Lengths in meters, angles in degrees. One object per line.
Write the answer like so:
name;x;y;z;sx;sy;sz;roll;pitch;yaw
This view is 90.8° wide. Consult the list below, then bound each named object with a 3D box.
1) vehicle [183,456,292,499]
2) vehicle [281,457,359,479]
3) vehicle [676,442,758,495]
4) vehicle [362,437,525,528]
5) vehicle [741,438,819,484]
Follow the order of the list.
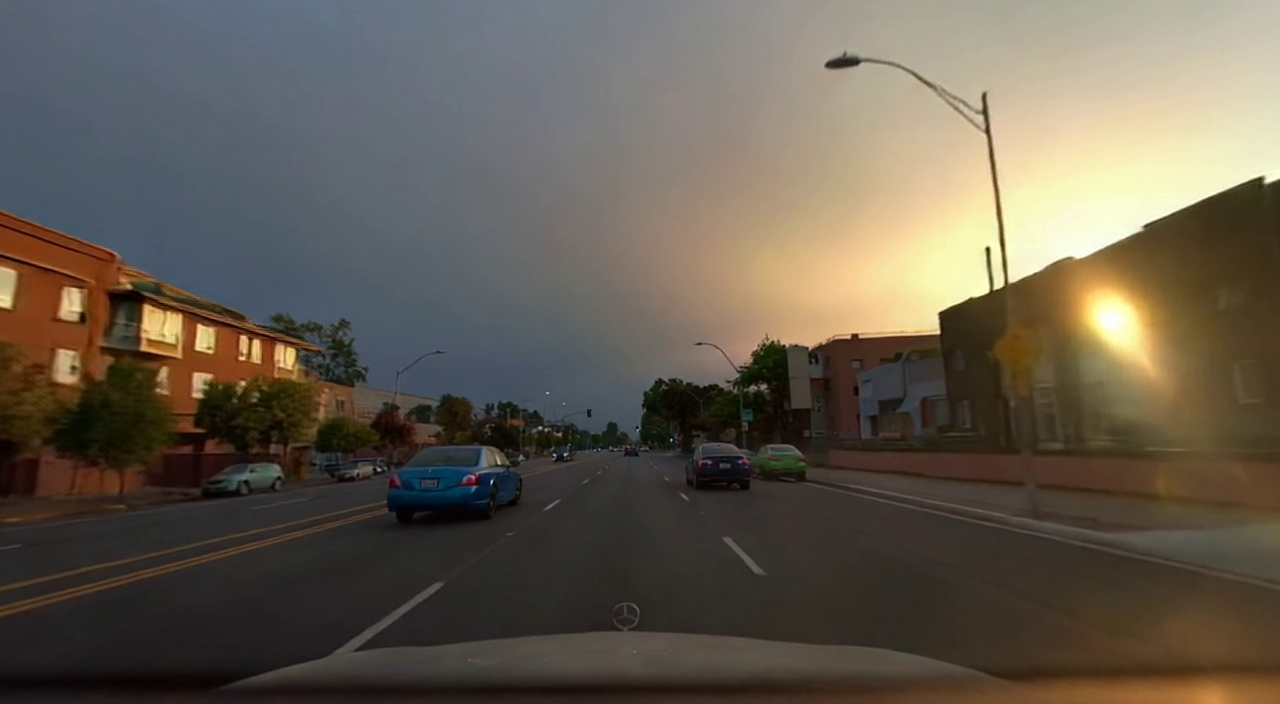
vehicle;-18.205;5.651;28.871;2.003;1.699;4.524;-2;-9;-1
vehicle;-24.182;8.779;47.877;4.816;1.482;1.995;-1;-9;3
vehicle;2.318;3.654;20.280;1.978;1.471;4.426;0;-9;-1
vehicle;-3.744;2.544;12.916;2.062;1.527;4.044;0;-9;0
vehicle;5.919;4.667;27.457;2.085;1.782;5.258;0;-9;-1
